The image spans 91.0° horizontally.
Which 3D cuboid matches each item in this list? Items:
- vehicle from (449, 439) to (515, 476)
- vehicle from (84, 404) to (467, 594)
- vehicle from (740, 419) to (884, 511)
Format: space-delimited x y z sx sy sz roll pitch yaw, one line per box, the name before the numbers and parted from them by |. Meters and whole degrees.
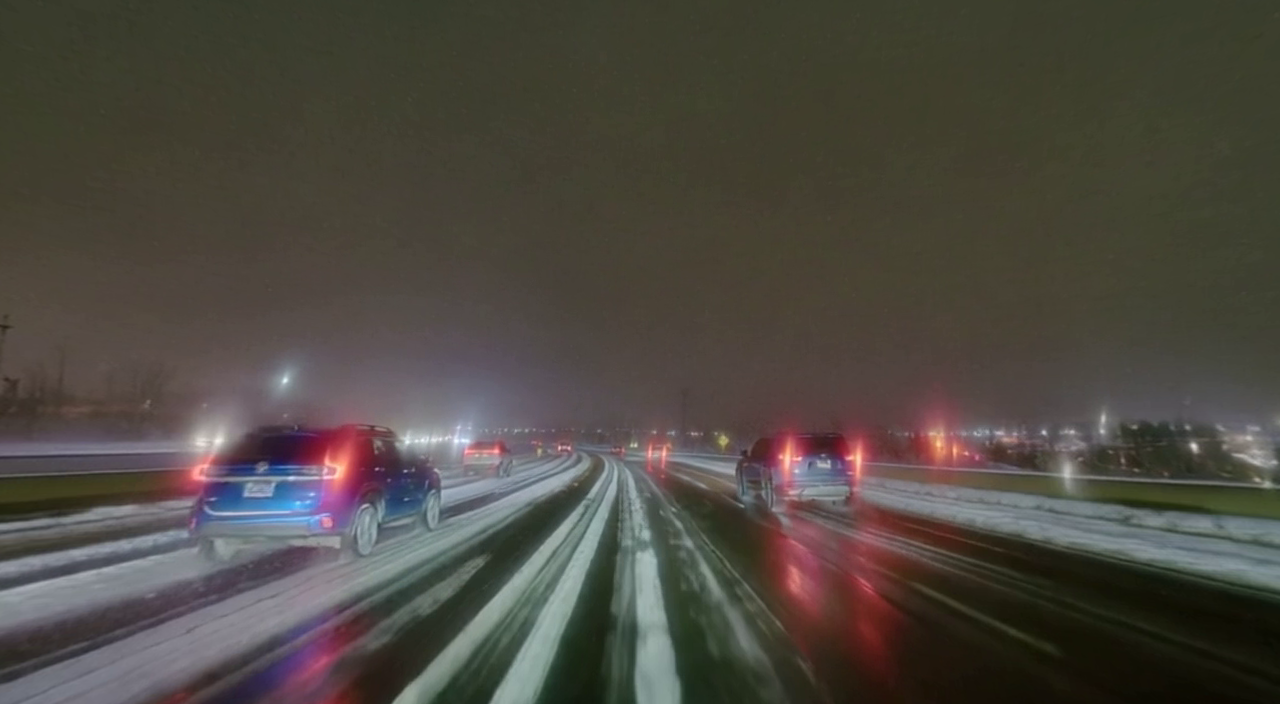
vehicle | -7.863 5.306 31.763 2.095 1.696 4.680 0 -9 0
vehicle | -4.014 1.703 8.147 2.214 1.743 4.465 0 -9 1
vehicle | 3.915 2.686 15.358 2.153 1.860 4.689 0 -9 0
